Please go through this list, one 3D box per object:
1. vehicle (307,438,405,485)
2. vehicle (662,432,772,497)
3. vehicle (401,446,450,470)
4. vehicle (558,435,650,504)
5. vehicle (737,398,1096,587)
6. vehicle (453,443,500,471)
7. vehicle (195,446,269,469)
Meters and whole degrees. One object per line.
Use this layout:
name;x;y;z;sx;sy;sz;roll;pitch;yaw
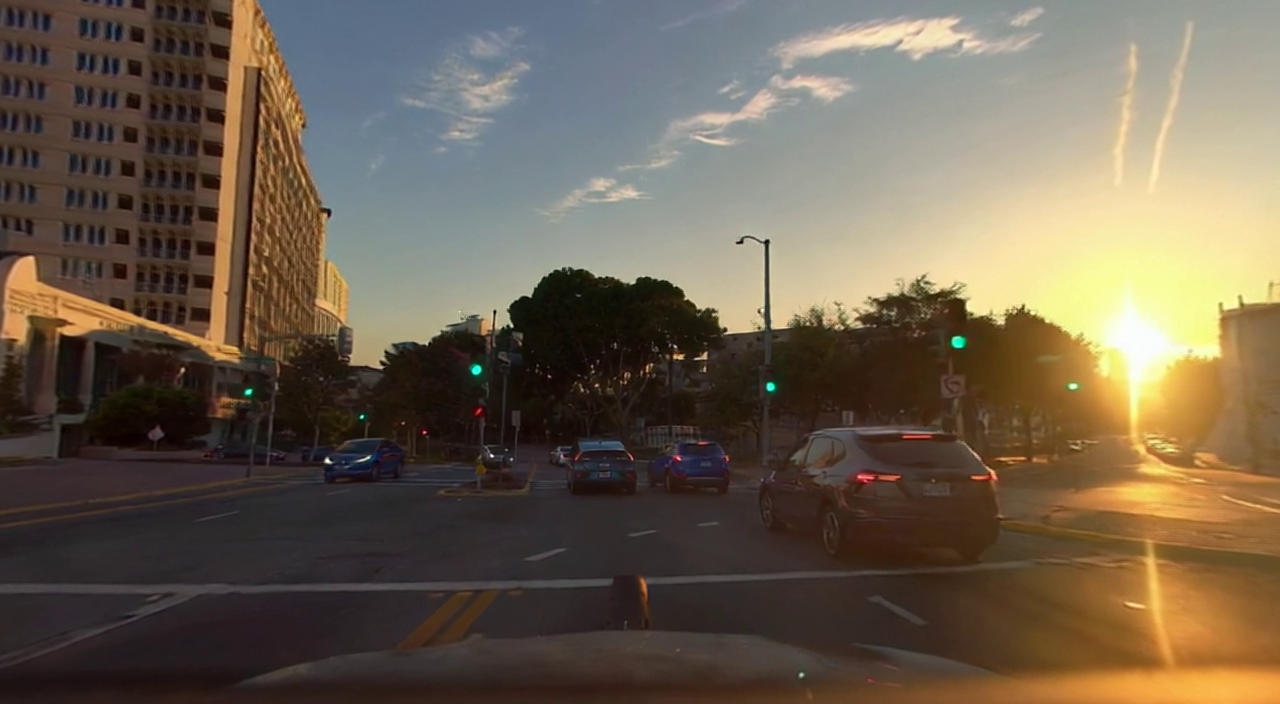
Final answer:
vehicle;-11.414;4.409;25.742;2.303;1.692;4.571;1;-9;-6
vehicle;2.173;3.356;19.188;2.103;1.710;4.396;1;-9;-10
vehicle;-14.223;7.036;42.042;2.013;1.466;4.430;0;-9;-5
vehicle;-1.100;3.124;17.166;2.132;1.632;3.889;1;-9;-9
vehicle;3.060;1.706;8.544;2.320;1.772;4.872;0;-9;-5
vehicle;-10.104;6.518;39.305;2.092;1.629;4.133;0;-9;-5
vehicle;-27.447;7.060;42.406;4.653;1.459;2.228;-4;-10;30
